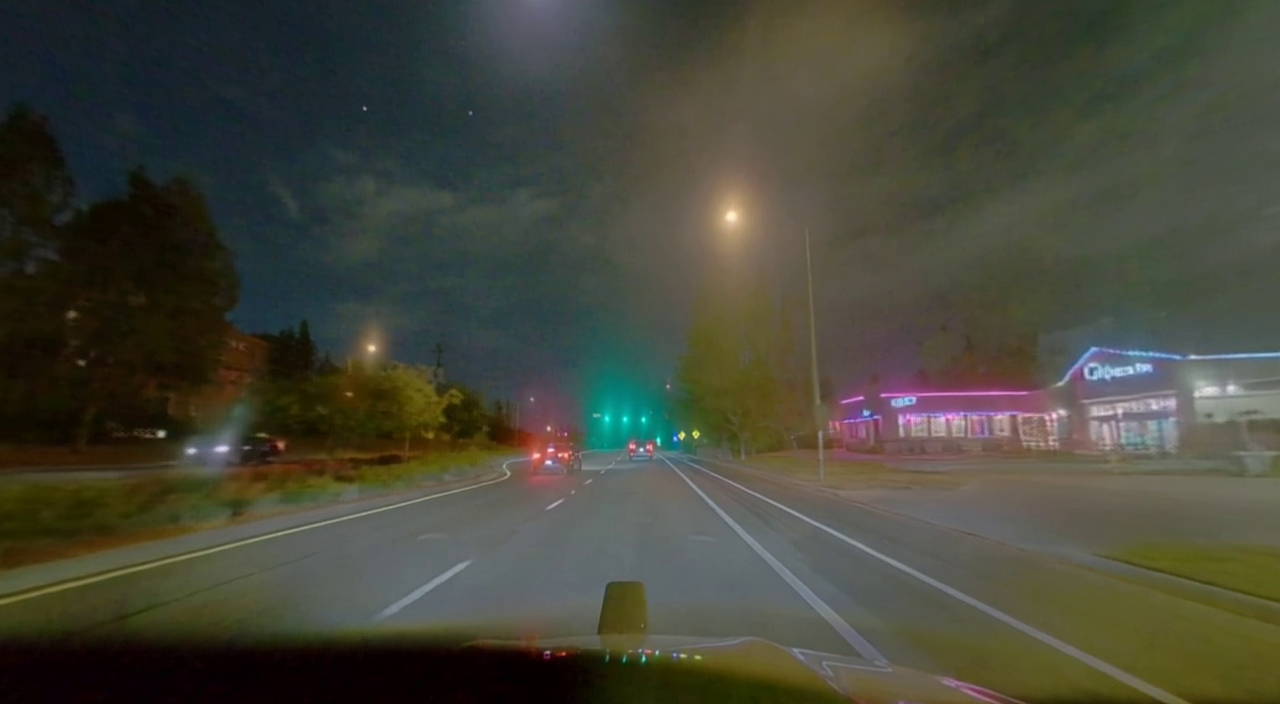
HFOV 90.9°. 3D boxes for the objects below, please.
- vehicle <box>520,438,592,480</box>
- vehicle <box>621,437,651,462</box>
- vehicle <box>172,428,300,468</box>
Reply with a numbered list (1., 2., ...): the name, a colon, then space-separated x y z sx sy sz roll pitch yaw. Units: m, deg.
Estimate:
1. vehicle: -3.118 4.090 24.393 2.015 1.470 4.458 0 -8 2
2. vehicle: -0.284 7.211 46.894 2.153 1.764 4.047 0 -8 0
3. vehicle: -16.938 4.076 26.812 2.341 1.527 4.616 0 -8 1
